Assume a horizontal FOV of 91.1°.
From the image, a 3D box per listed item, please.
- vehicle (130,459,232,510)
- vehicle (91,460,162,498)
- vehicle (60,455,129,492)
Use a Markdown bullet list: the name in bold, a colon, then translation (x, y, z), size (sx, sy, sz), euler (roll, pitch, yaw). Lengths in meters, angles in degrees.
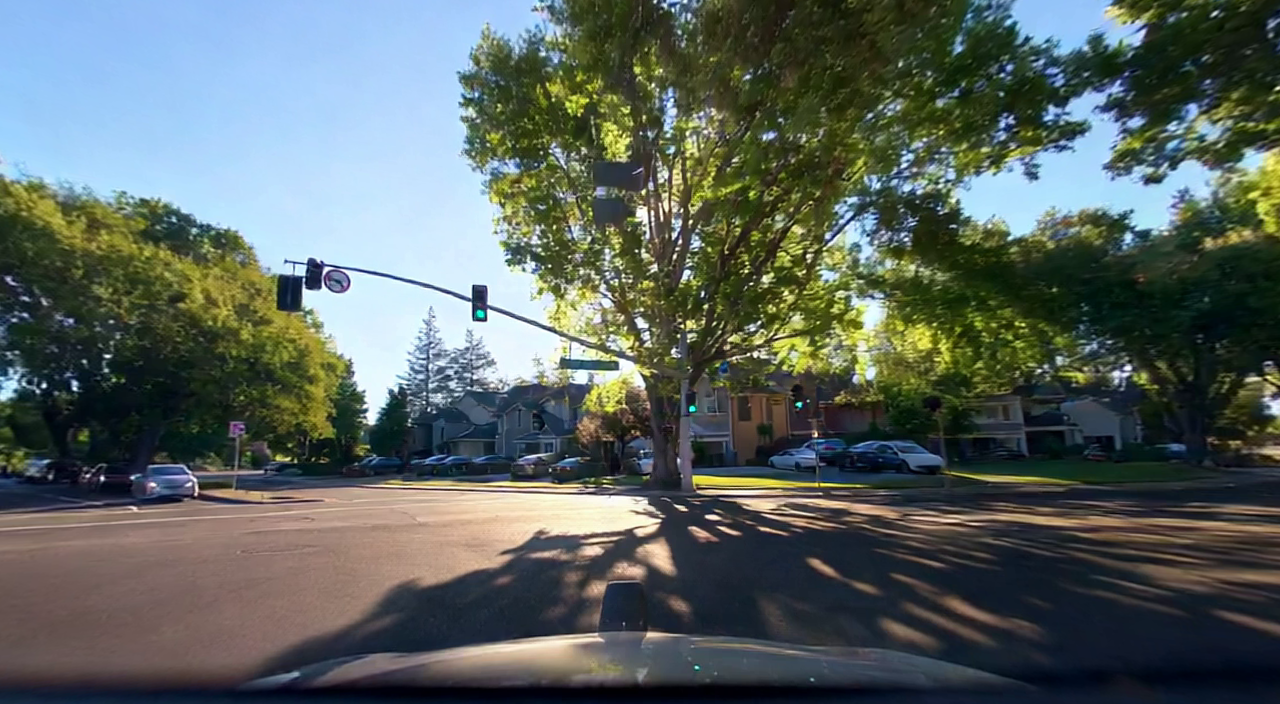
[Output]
- **vehicle**: translation (-16.231, 4.566, 22.088), size (4.652, 1.464, 1.912), euler (-8, -11, 42)
- **vehicle**: translation (-23.602, 5.761, 28.796), size (4.286, 1.476, 1.888), euler (-8, -11, 43)
- **vehicle**: translation (-30.422, 6.714, 34.939), size (4.857, 1.809, 2.196), euler (-8, -11, 42)
